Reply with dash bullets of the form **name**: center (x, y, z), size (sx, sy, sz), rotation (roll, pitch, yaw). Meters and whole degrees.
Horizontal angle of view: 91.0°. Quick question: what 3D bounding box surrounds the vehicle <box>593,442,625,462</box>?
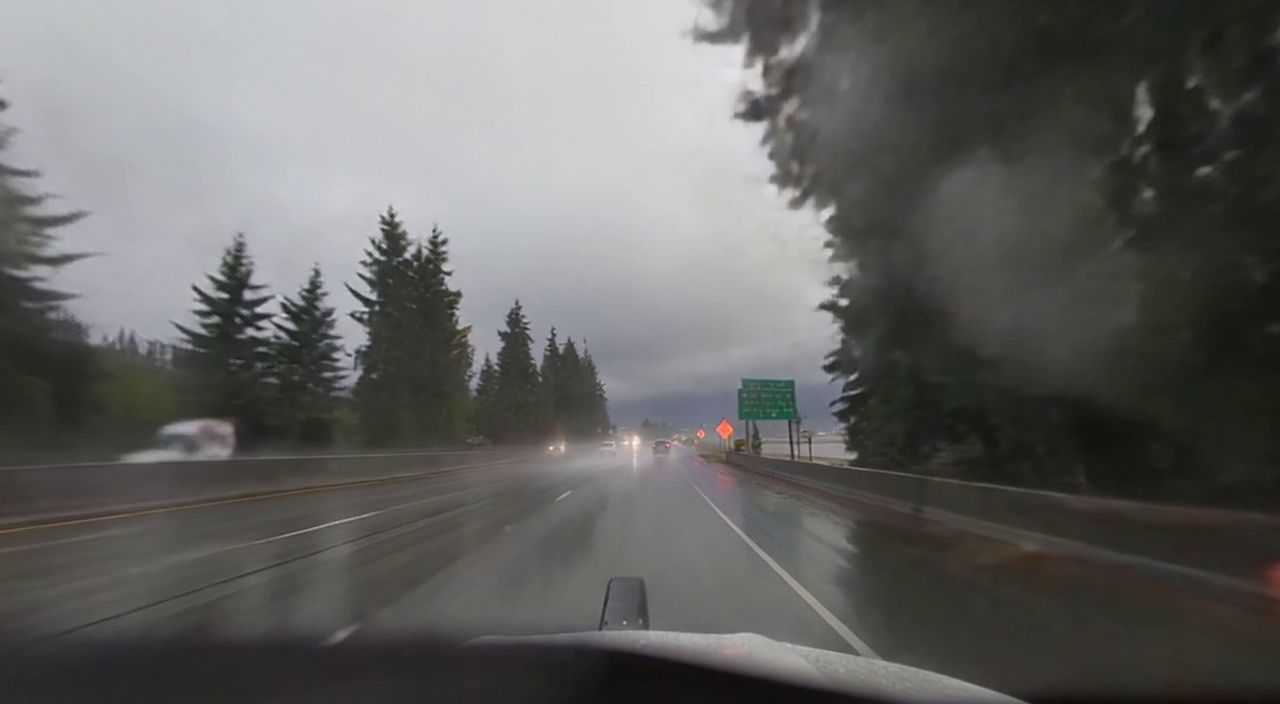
- **vehicle**: center (-2.341, 7.719, 48.903), size (2.118, 1.475, 4.263), rotation (0, -8, 2)
